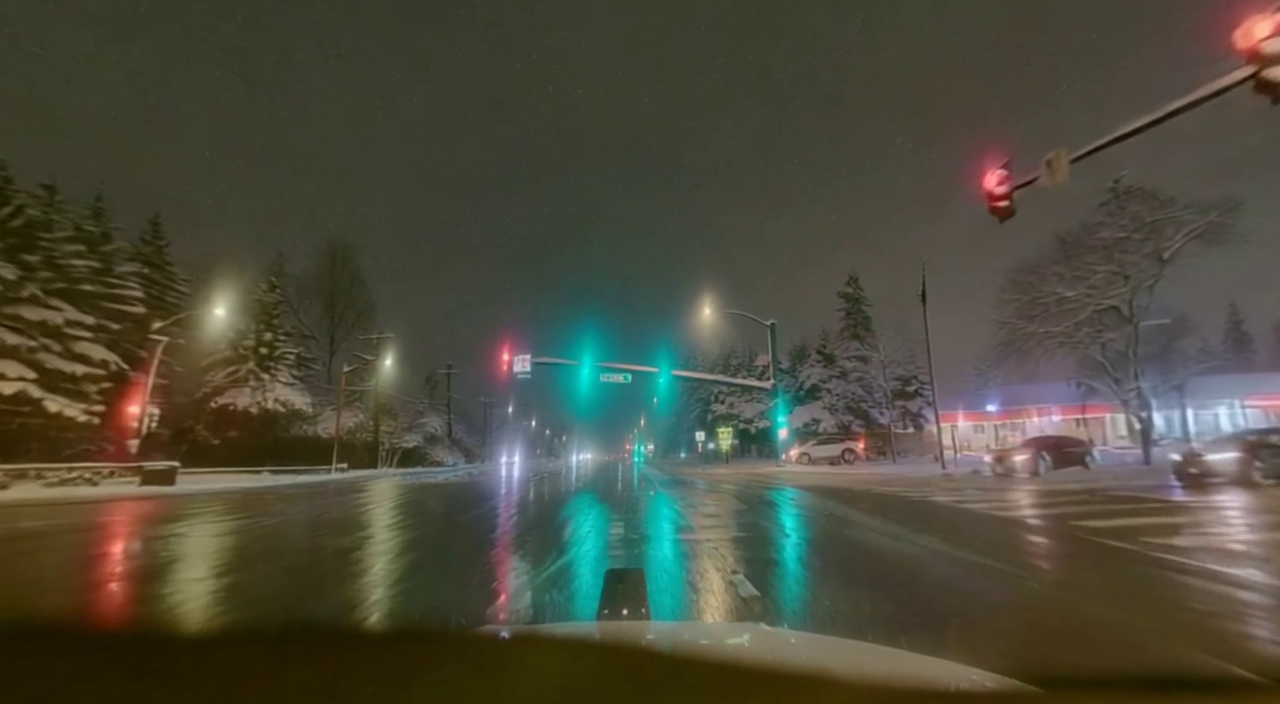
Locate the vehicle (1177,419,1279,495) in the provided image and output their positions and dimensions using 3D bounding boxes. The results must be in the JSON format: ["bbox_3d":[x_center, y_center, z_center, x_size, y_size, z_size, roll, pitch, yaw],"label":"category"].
[{"bbox_3d":[17.463,2.629,16.594,4.721,1.637,2.256,-4,-8,-8],"label":"vehicle"}]

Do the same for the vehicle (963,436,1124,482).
[{"bbox_3d":[15.964,4.258,25.095,4.904,1.598,2.326,0,-10,-8],"label":"vehicle"}]

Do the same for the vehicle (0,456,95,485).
[{"bbox_3d":[-38.004,7.550,40.431,1.959,1.633,4.579,-3,-9,1],"label":"vehicle"}]

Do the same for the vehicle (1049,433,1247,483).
[{"bbox_3d":[15.622,3.262,19.541,4.582,1.436,2.073,1,-9,-7],"label":"vehicle"}]
